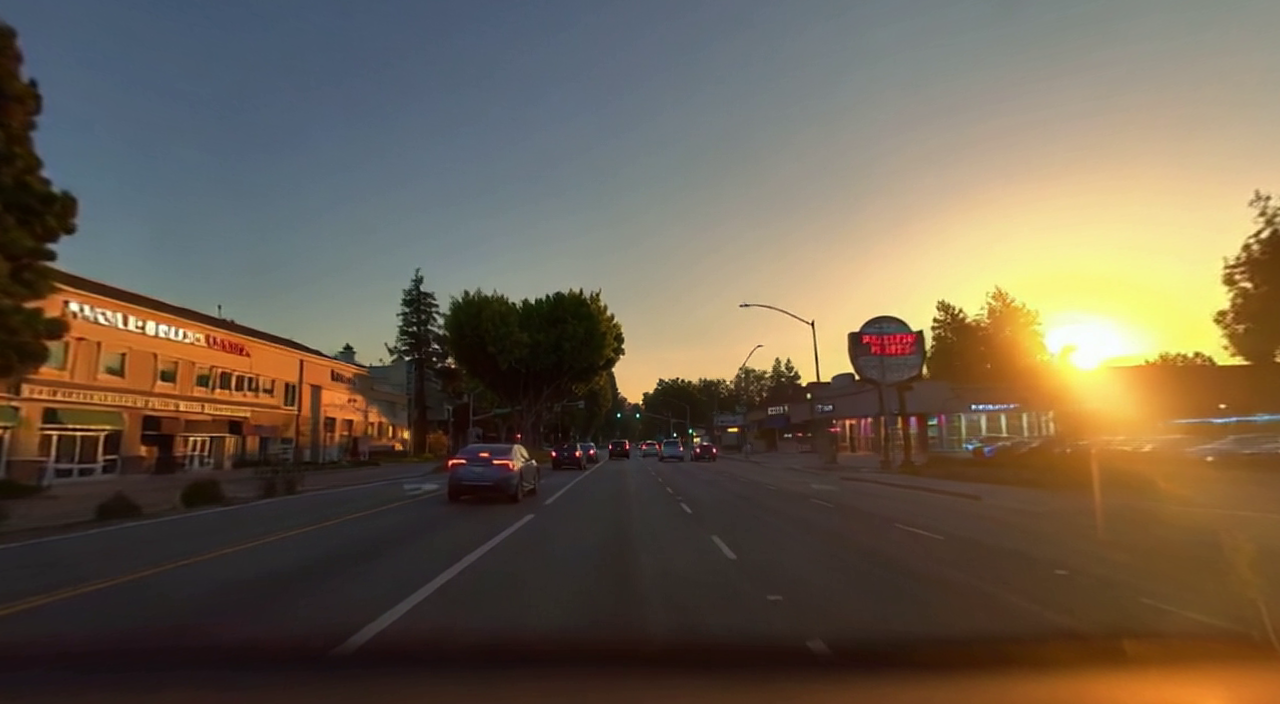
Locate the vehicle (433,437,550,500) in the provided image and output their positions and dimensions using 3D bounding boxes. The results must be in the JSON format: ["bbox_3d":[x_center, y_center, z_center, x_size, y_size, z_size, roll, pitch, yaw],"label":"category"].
[{"bbox_3d":[-3.915,3.161,17.580,2.097,1.497,4.571,0,-8,0],"label":"vehicle"}]

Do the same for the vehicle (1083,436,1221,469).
[{"bbox_3d":[25.088,4.953,31.191,4.799,1.497,1.952,-4,-9,22],"label":"vehicle"}]

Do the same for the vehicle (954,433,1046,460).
[{"bbox_3d":[23.353,6.184,41.190,4.824,1.693,1.984,-3,-9,21],"label":"vehicle"}]

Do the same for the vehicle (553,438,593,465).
[{"bbox_3d":[-4.298,6.489,41.189,2.143,1.643,4.336,0,-8,0],"label":"vehicle"}]
